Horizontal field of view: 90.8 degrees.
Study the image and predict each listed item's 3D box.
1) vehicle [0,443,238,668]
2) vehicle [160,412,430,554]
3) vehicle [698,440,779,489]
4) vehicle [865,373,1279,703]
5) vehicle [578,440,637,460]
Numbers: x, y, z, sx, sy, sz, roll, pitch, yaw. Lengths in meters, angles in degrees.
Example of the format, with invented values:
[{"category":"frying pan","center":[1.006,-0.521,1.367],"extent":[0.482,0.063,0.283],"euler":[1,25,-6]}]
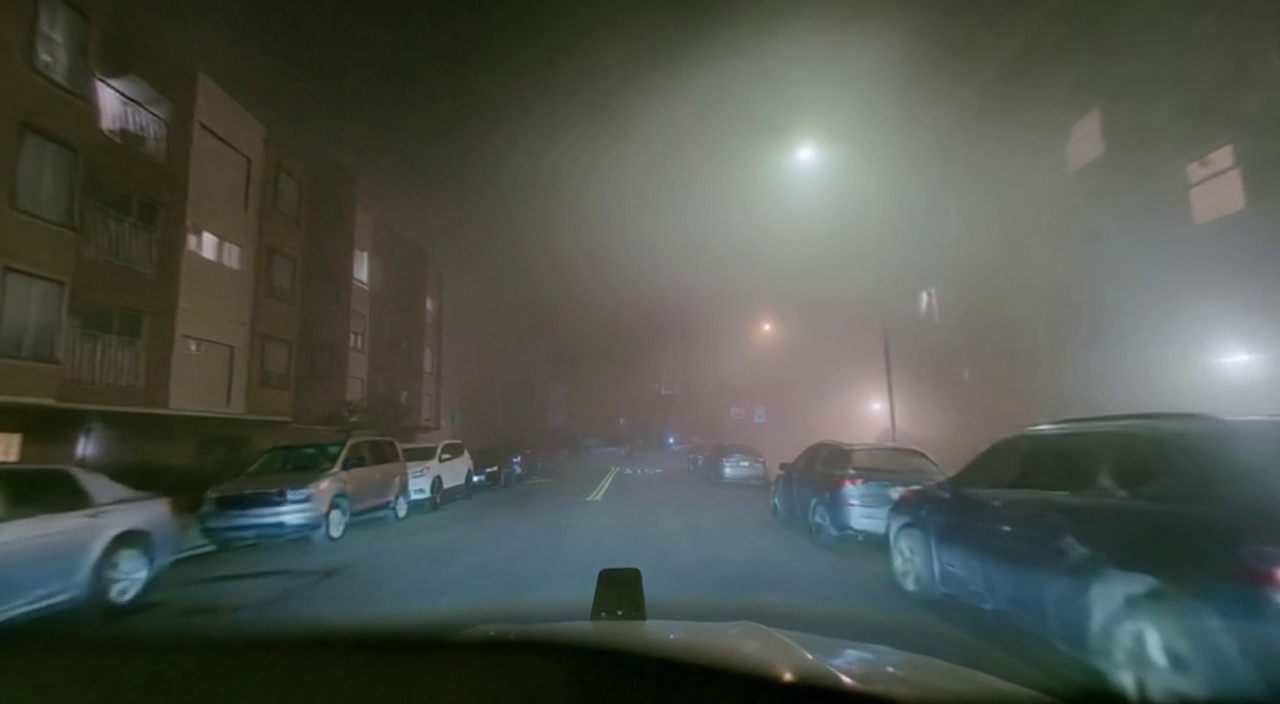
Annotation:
[{"category":"vehicle","center":[-5.372,1.379,4.316],"extent":[2.119,1.500,4.953],"euler":[0,-8,-2]},{"category":"vehicle","center":[-5.551,2.143,11.100],"extent":[2.216,1.953,4.553],"euler":[0,-8,-1]},{"category":"vehicle","center":[3.241,3.800,21.659],"extent":[1.919,1.490,4.339],"euler":[0,-8,-2]},{"category":"vehicle","center":[3.219,1.125,3.866],"extent":[2.099,1.585,4.208],"euler":[0,-8,0]},{"category":"vehicle","center":[-2.510,7.526,48.700],"extent":[4.489,1.470,1.776],"euler":[1,-8,-3]}]
